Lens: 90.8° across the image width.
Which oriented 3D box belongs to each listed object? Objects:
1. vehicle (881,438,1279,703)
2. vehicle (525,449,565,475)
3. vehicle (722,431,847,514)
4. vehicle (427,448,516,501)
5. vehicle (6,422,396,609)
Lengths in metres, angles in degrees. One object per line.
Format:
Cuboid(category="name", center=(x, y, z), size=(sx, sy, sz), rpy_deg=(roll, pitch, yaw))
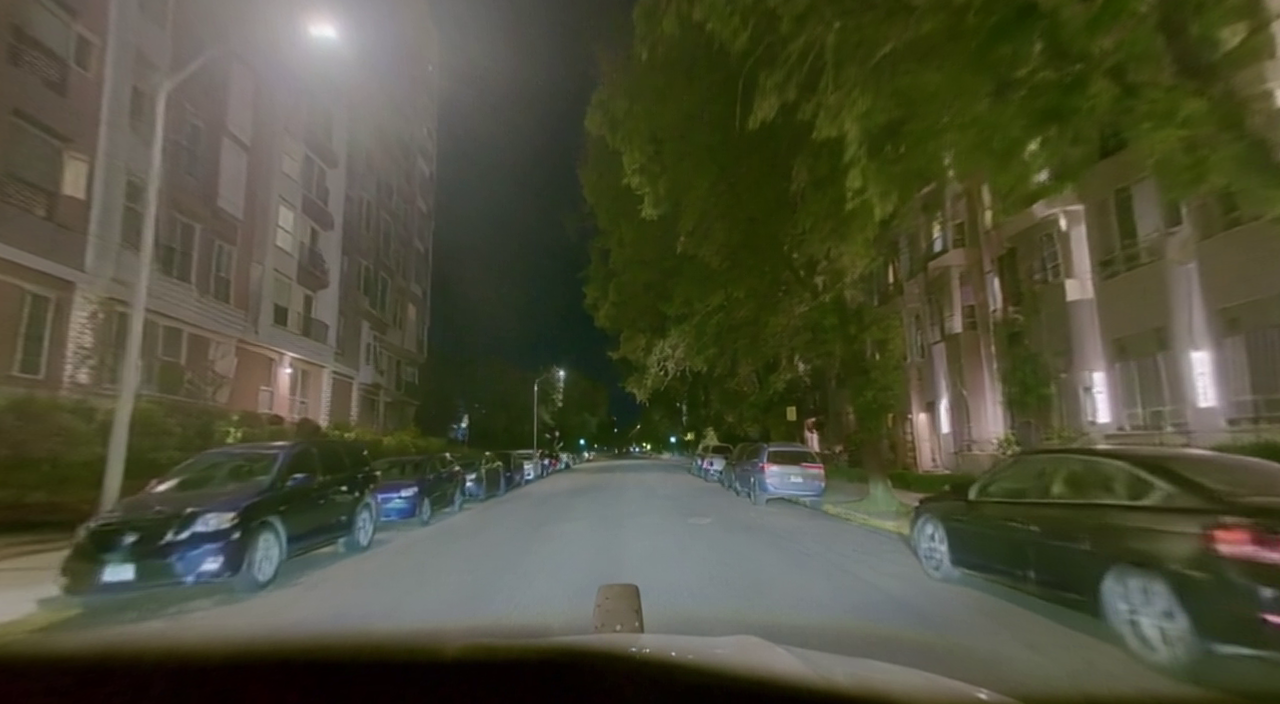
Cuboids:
Cuboid(category="vehicle", center=(3.767, 1.468, 5.131), size=(1.696, 1.453, 4.574), rpy_deg=(0, -9, -2))
Cuboid(category="vehicle", center=(-5.626, 6.544, 37.814), size=(1.647, 1.481, 4.433), rpy_deg=(0, -9, 1))
Cuboid(category="vehicle", center=(3.484, 3.006, 16.336), size=(1.912, 1.781, 5.159), rpy_deg=(0, -9, -1))
Cuboid(category="vehicle", center=(-5.302, 3.879, 20.457), size=(1.711, 1.500, 4.510), rpy_deg=(0, -9, -1))
Cuboid(category="vehicle", center=(-5.024, 1.887, 8.324), size=(1.922, 1.728, 4.628), rpy_deg=(0, -9, -2))
